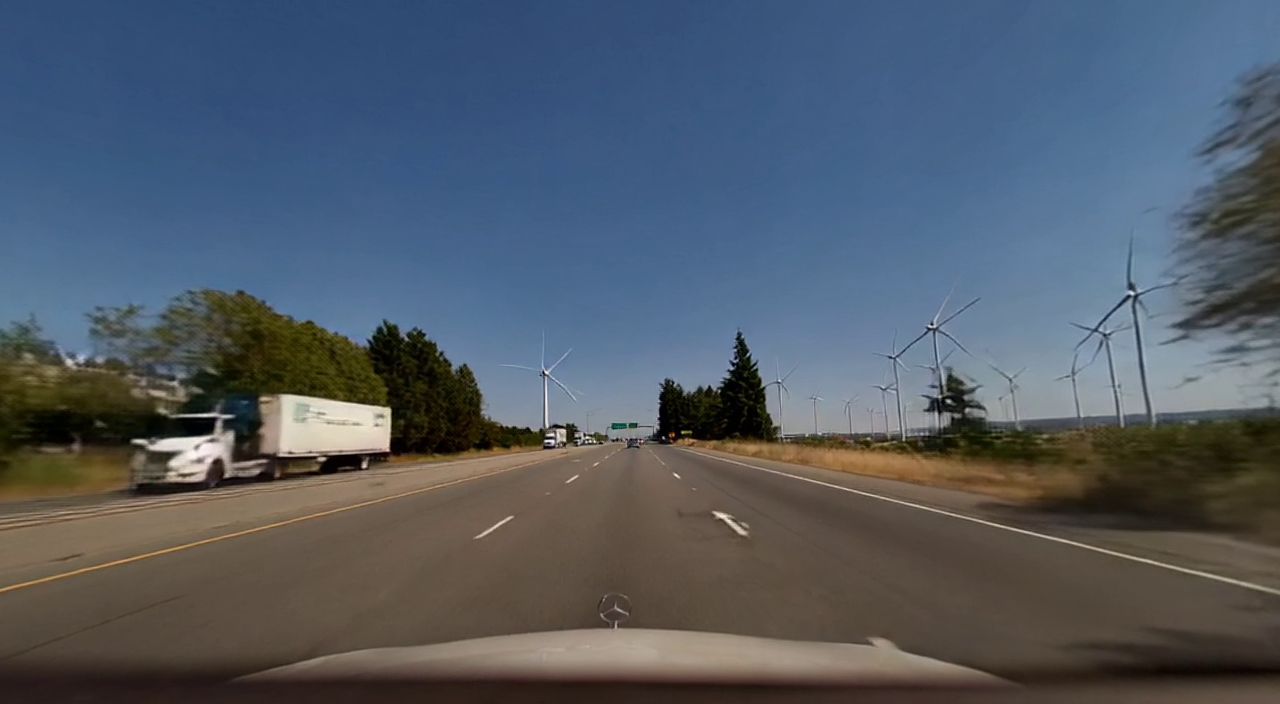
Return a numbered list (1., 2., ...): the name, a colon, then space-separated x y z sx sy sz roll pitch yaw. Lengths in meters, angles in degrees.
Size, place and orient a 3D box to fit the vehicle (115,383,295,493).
1. vehicle: -17.193 3.489 25.506 3.021 3.900 5.847 0 -8 -1
